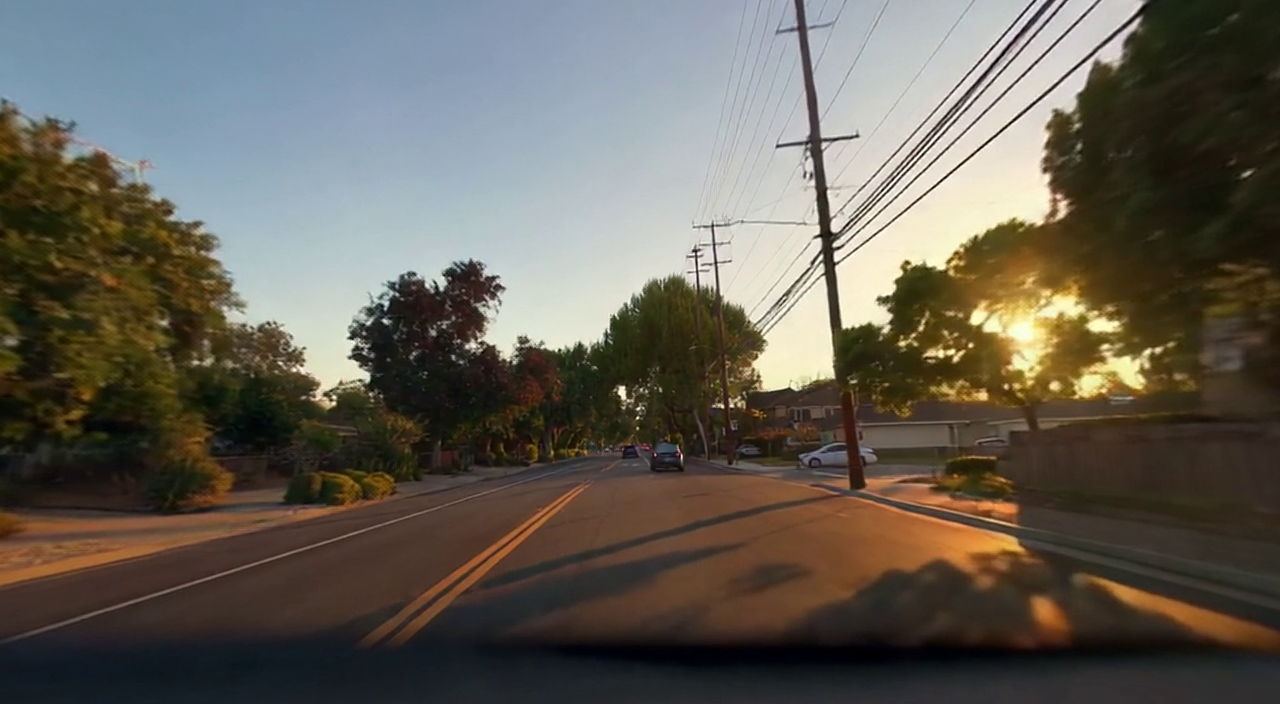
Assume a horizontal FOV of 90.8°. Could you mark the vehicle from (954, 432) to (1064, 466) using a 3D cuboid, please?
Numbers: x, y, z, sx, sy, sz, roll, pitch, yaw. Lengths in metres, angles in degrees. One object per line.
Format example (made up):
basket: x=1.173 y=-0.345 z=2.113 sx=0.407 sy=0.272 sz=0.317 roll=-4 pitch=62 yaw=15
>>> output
vehicle: x=19.571 y=5.185 z=33.696 sx=4.566 sy=1.691 sz=1.996 roll=0 pitch=-9 yaw=0

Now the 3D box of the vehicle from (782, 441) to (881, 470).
vehicle: x=9.941 y=5.396 z=33.094 sx=4.511 sy=1.473 sz=1.962 roll=0 pitch=-8 yaw=-2

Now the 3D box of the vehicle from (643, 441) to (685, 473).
vehicle: x=1.167 y=5.319 z=32.269 sx=1.975 sy=1.497 sz=3.647 roll=0 pitch=-9 yaw=0

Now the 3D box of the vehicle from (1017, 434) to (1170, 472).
vehicle: x=19.303 y=4.327 z=27.063 sx=4.869 sy=1.477 sz=2.076 roll=-1 pitch=-9 yaw=2
